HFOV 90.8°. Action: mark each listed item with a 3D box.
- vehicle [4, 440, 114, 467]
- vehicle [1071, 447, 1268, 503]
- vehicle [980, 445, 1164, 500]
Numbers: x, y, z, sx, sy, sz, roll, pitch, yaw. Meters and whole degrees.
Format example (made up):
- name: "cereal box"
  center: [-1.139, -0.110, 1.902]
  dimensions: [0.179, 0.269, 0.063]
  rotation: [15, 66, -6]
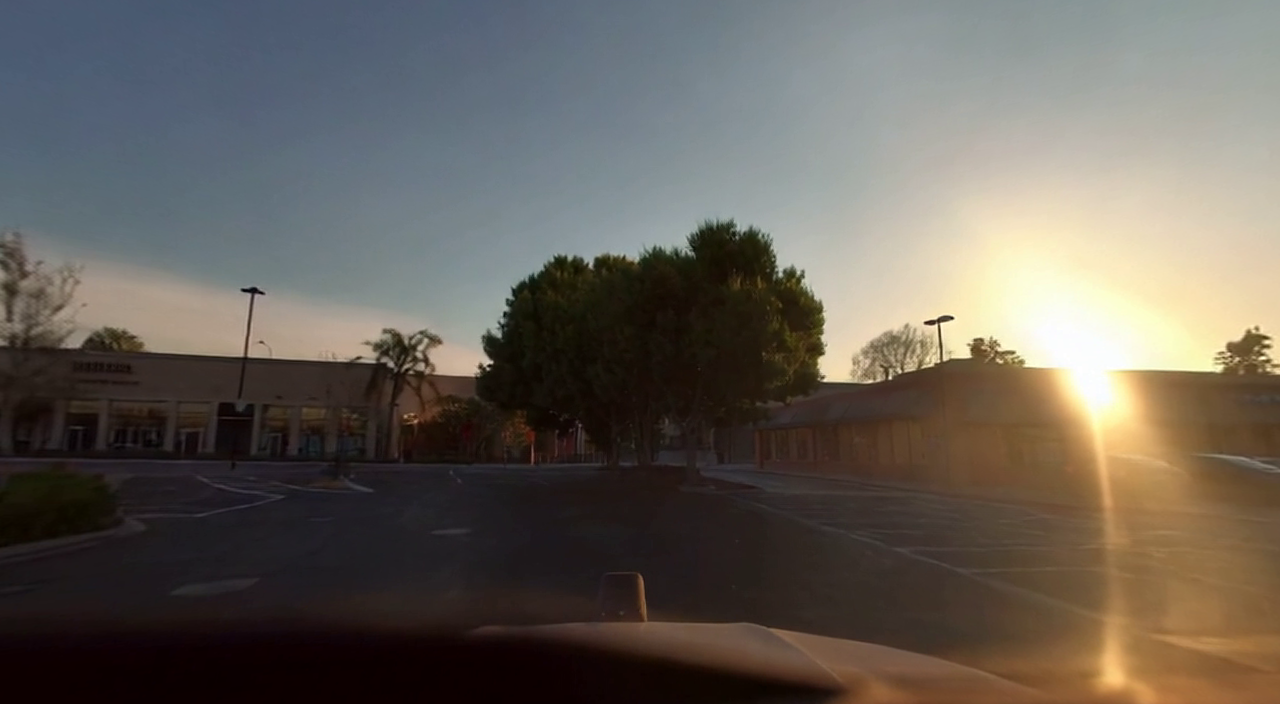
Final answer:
- name: "vehicle"
  center: [-33.469, 5.854, 36.582]
  dimensions: [4.431, 1.449, 1.808]
  rotation: [6, -10, -36]
- name: "vehicle"
  center: [16.586, 3.826, 20.220]
  dimensions: [1.804, 1.502, 4.815]
  rotation: [1, -8, -7]
- name: "vehicle"
  center: [13.285, 3.698, 19.941]
  dimensions: [2.140, 1.507, 4.856]
  rotation: [1, -8, -4]
